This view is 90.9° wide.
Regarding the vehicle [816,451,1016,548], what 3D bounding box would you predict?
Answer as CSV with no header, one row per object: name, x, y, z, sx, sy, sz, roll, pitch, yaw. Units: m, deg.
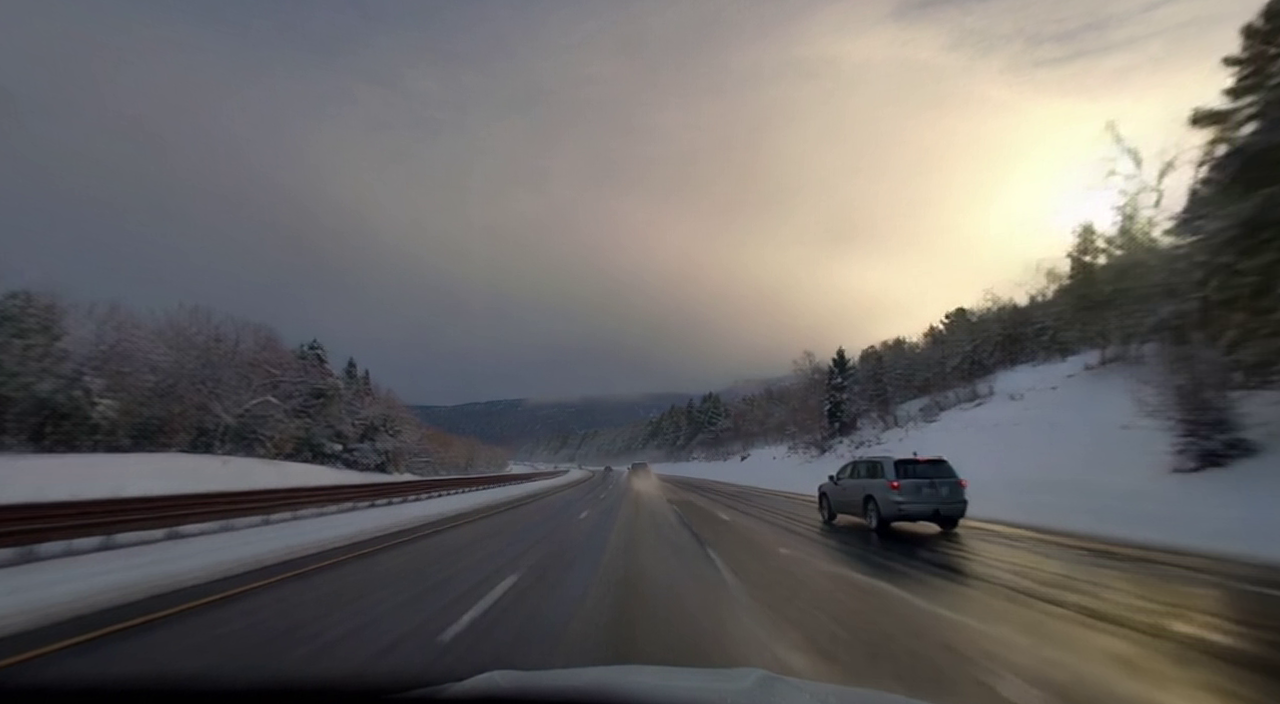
vehicle,5.839,3.204,14.163,2.089,1.770,4.571,2,-11,-5
